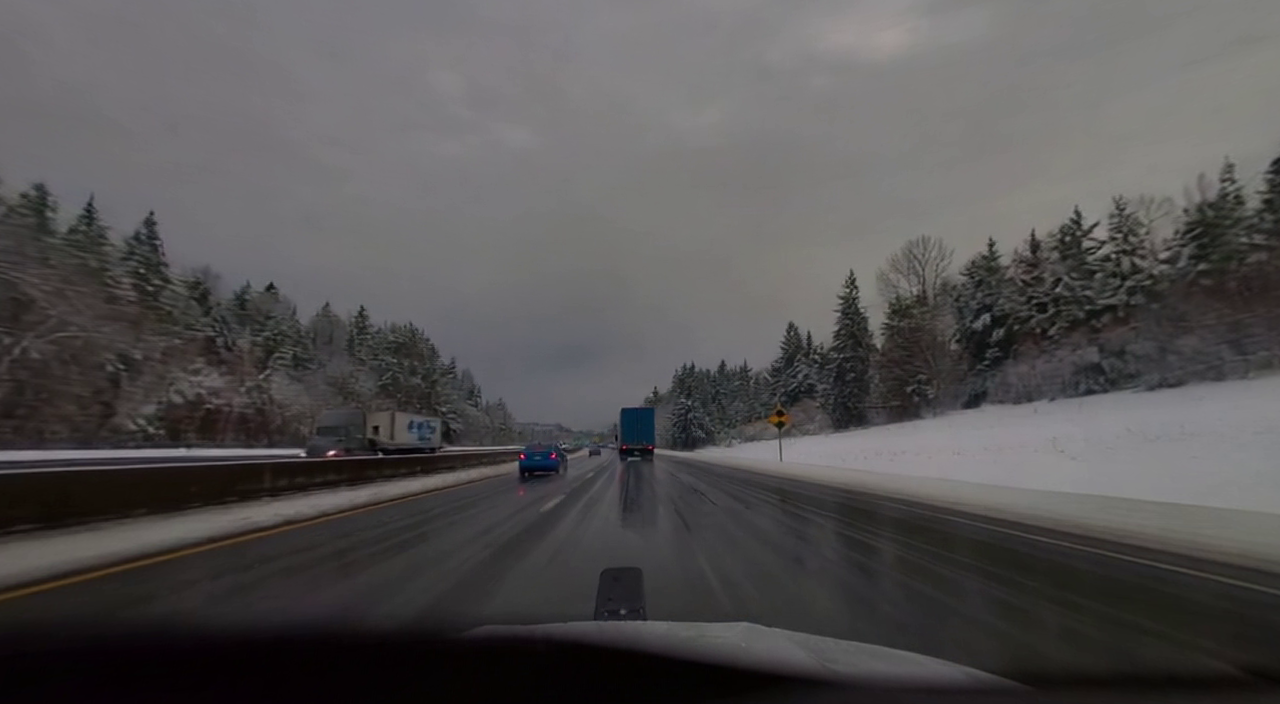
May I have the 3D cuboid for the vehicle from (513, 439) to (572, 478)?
[{"bbox_3d":[-4.293,4.766,28.338,1.977,1.602,3.944,0,-9,0],"label":"vehicle"}]

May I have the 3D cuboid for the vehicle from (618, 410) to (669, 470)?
[{"bbox_3d":[0.069,6.108,43.306,2.893,3.628,9.081,0,-9,-3],"label":"vehicle"}]

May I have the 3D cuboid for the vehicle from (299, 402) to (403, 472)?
[{"bbox_3d":[-16.815,5.077,37.293,3.091,3.763,6.553,0,-9,-1],"label":"vehicle"}]
